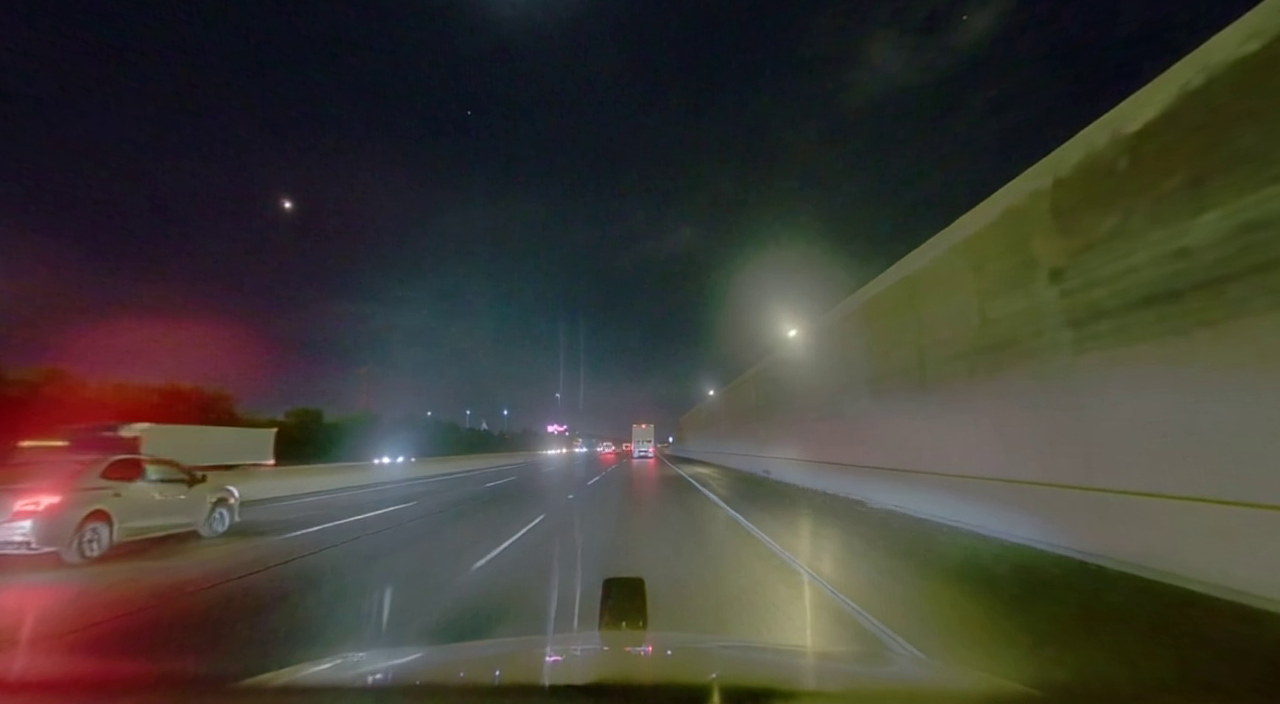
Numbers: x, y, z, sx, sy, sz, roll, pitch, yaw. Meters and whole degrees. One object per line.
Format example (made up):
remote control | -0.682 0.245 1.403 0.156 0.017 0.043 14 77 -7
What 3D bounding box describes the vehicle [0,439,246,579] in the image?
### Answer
vehicle | -7.784 1.934 8.526 1.979 1.470 4.485 0 -8 1
